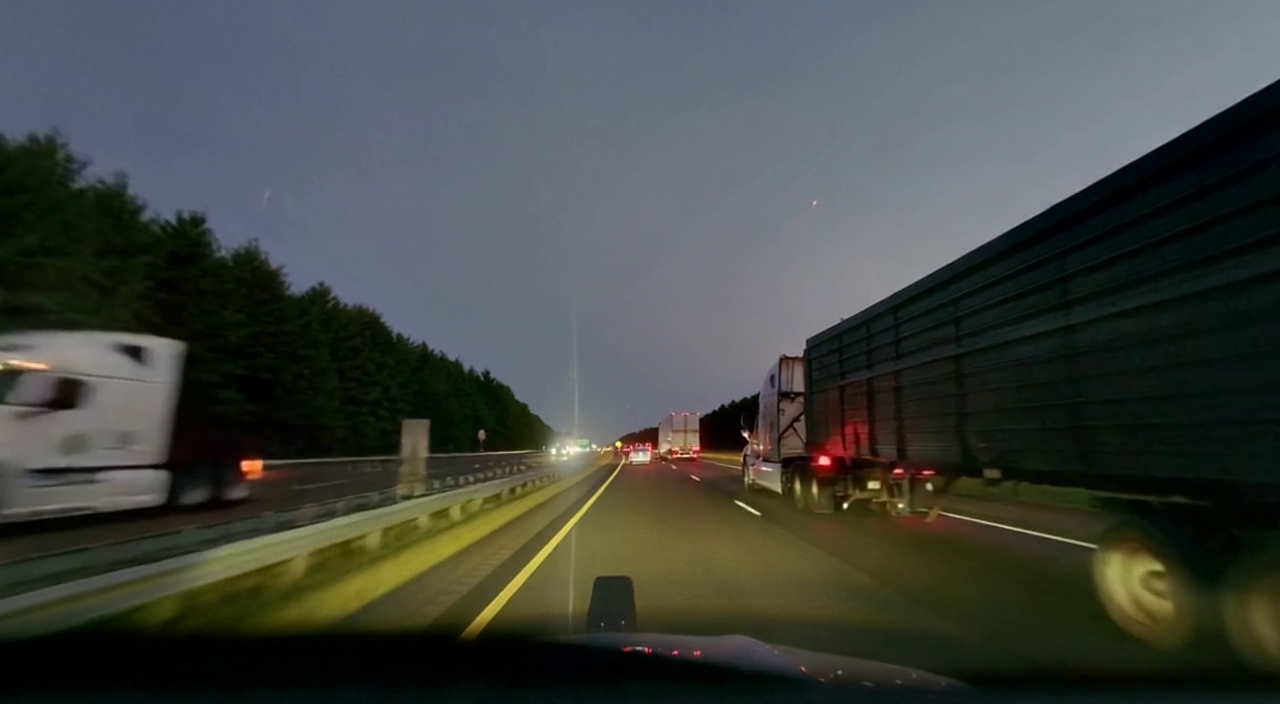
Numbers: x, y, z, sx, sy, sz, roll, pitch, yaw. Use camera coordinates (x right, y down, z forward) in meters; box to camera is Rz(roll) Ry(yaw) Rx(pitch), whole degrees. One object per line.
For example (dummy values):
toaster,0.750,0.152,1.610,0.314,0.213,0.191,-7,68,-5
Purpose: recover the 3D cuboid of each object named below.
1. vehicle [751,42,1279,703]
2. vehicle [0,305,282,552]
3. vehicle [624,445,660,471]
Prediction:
vehicle,4.533,1.106,8.957,2.867,3.571,14.305,0,-9,-2
vehicle,-8.862,1.242,9.556,2.632,2.884,7.040,0,-9,0
vehicle,0.050,6.481,38.742,2.051,1.513,4.511,0,-9,-1
